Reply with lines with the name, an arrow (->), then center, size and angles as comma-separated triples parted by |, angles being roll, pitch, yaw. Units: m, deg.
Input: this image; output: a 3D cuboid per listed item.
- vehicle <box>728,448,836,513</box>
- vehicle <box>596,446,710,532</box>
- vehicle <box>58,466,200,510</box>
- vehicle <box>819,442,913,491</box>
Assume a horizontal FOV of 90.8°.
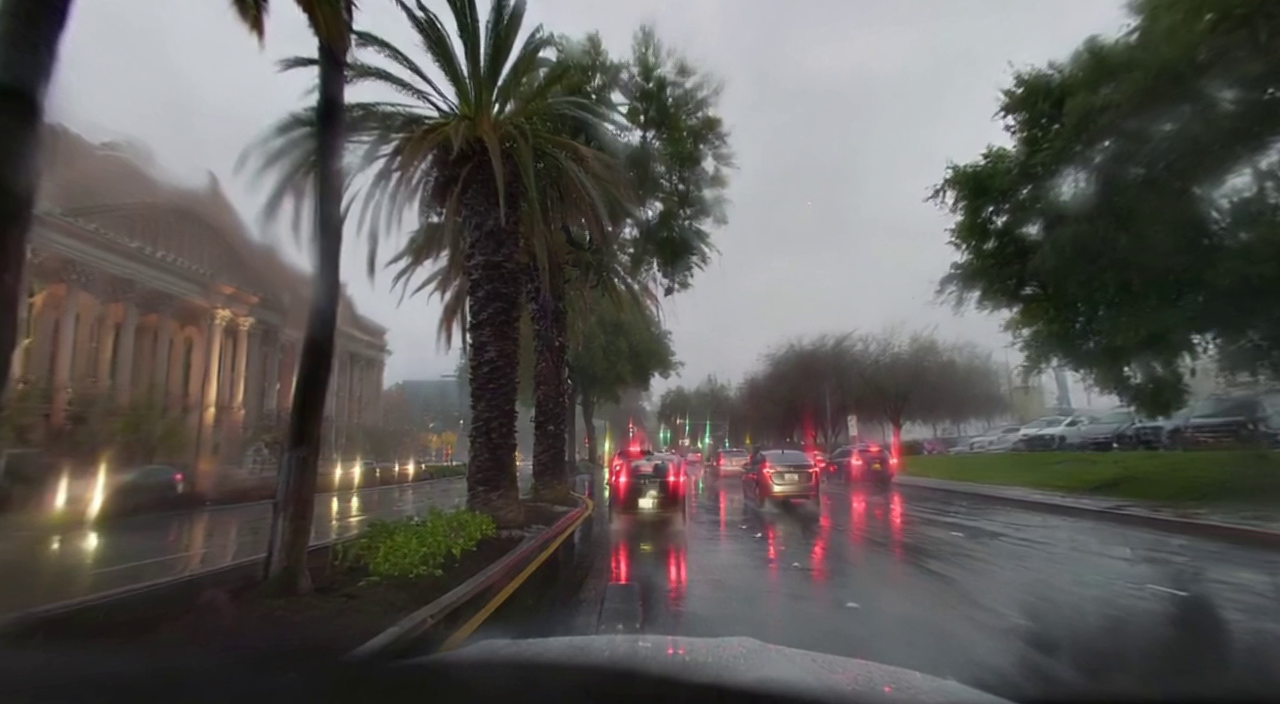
vehicle -> 3.605, 3.315, 16.837 | 1.833, 1.465, 4.258 | 0, -8, -1
vehicle -> 0.217, 2.749, 13.317 | 2.050, 1.521, 3.747 | 0, -8, -1
vehicle -> -20.673, 5.490, 25.866 | 1.990, 1.481, 4.509 | 0, -8, 0
vehicle -> 8.799, 4.483, 25.119 | 1.994, 1.715, 4.777 | 0, -8, 0
